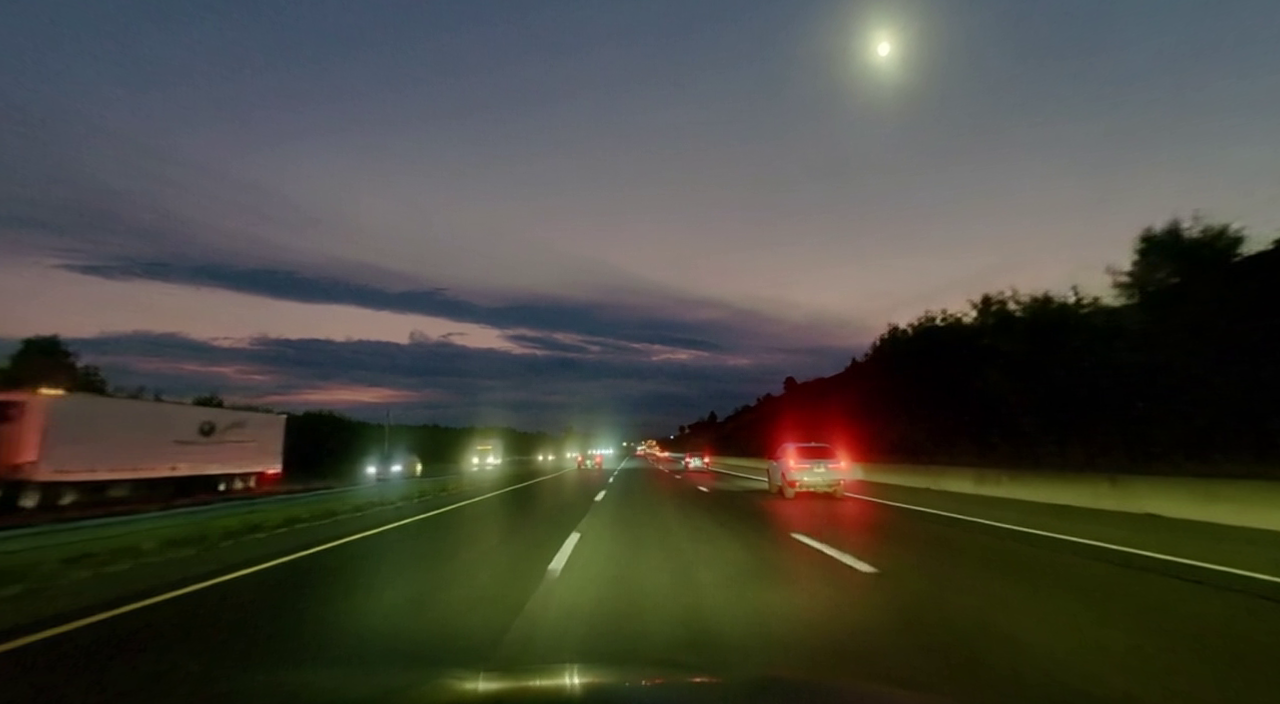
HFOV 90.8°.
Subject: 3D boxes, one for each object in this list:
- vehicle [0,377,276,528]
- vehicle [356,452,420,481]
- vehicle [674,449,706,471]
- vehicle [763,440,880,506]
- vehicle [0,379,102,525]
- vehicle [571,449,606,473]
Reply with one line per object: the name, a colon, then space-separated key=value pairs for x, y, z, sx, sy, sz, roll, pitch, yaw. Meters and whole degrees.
vehicle: x=-19.466 y=3.834 z=24.298 sx=2.919 sy=4.173 sz=14.038 roll=0 pitch=-9 yaw=-2
vehicle: x=-15.411 y=6.992 z=38.833 sx=2.034 sy=1.647 sz=4.778 roll=0 pitch=-9 yaw=-1
vehicle: x=3.546 y=7.703 z=45.103 sx=1.846 sy=1.480 sz=3.694 roll=0 pitch=-9 yaw=-2
vehicle: x=4.783 y=3.232 z=17.263 sx=1.903 sy=1.566 sz=3.866 roll=0 pitch=-9 yaw=-2
vehicle: x=-19.254 y=2.803 z=17.670 sx=2.977 sy=4.017 sz=5.889 roll=0 pitch=-9 yaw=-2
vehicle: x=-3.420 y=7.316 z=42.564 sx=2.021 sy=1.507 sz=4.272 roll=0 pitch=-9 yaw=-1
